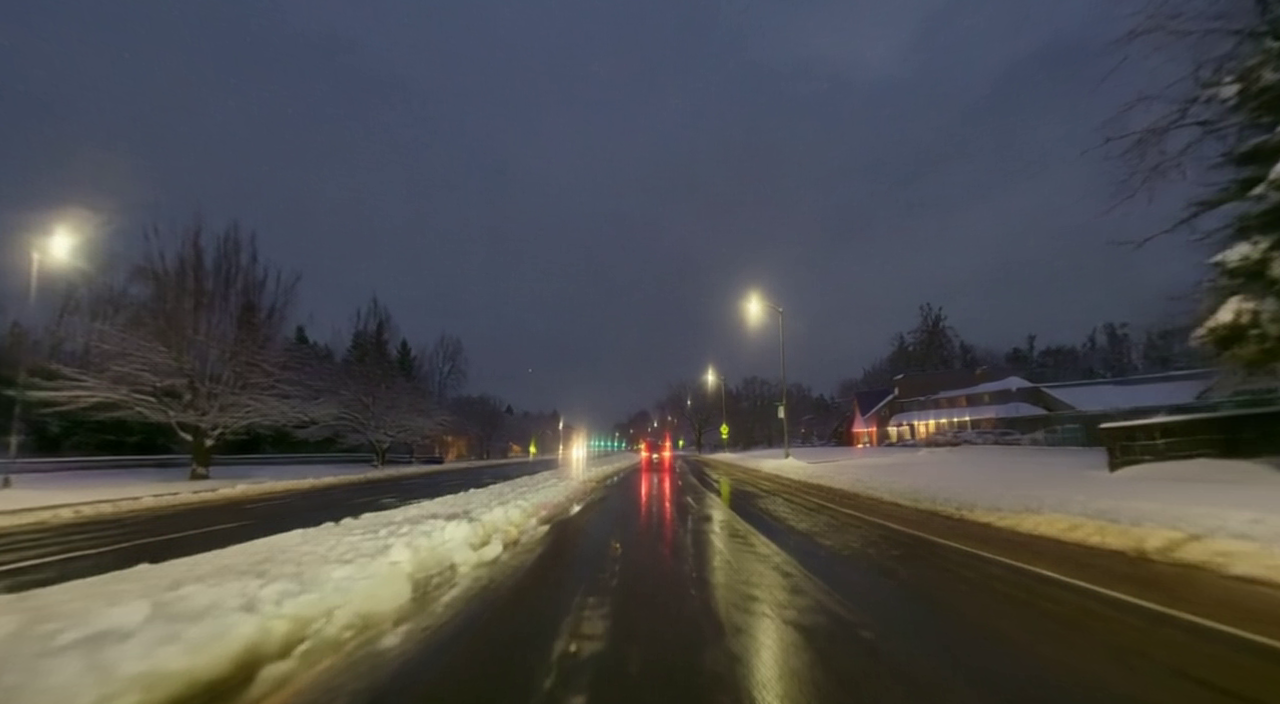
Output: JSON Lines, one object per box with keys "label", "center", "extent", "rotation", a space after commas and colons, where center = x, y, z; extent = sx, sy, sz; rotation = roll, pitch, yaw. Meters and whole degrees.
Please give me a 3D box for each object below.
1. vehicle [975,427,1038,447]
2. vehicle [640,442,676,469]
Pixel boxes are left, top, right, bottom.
{"label": "vehicle", "center": [28.670, 6.715, 49.597], "extent": [1.847, 1.451, 4.470], "rotation": [1, -8, -7]}
{"label": "vehicle", "center": [1.136, 6.709, 41.005], "extent": [2.158, 1.600, 3.865], "rotation": [-1, -9, 1]}
